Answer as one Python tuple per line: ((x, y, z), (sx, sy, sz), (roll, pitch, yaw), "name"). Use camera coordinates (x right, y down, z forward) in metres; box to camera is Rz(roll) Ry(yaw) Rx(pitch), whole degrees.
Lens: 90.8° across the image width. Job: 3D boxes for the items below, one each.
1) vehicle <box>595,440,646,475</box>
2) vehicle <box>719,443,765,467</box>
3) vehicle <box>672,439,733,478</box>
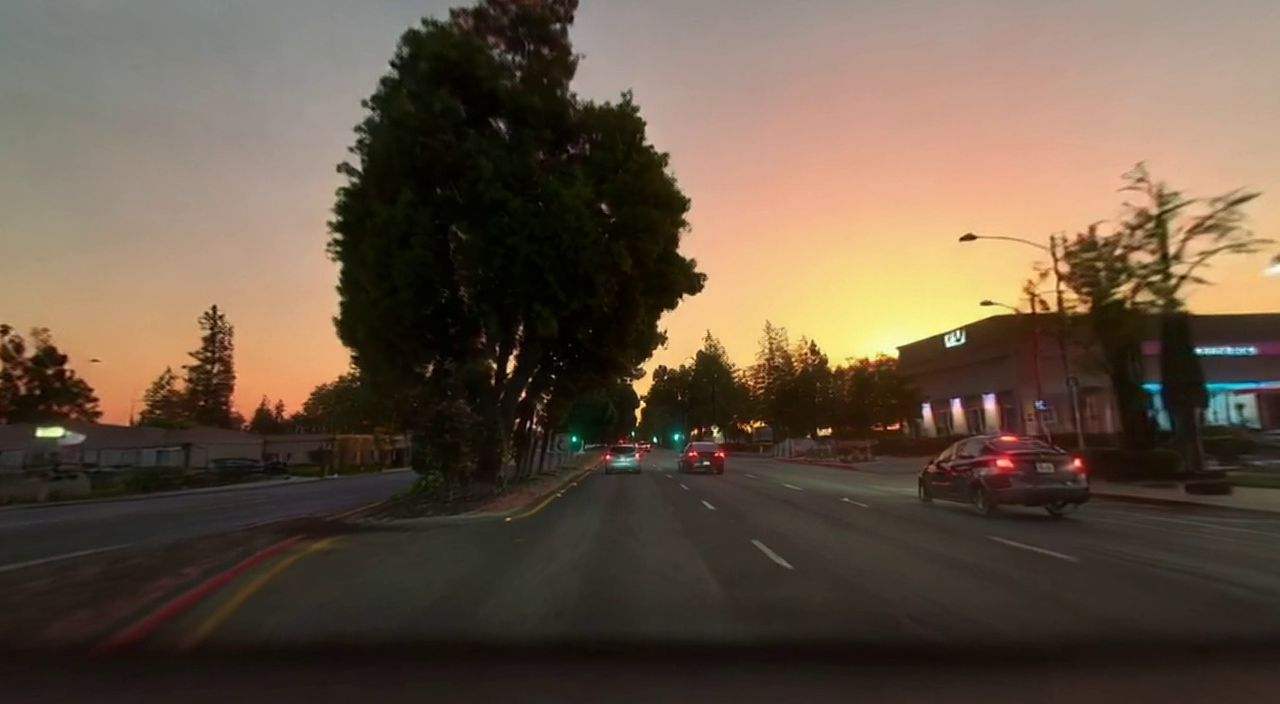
((-0.897, 4.935, 29.782), (2.242, 1.474, 4.127), (0, -8, -1), "vehicle")
((6.316, 6.435, 39.624), (2.068, 1.393, 3.874), (0, -8, -2), "vehicle")
((2.583, 4.562, 27.336), (2.057, 1.491, 4.675), (0, -8, -2), "vehicle")
